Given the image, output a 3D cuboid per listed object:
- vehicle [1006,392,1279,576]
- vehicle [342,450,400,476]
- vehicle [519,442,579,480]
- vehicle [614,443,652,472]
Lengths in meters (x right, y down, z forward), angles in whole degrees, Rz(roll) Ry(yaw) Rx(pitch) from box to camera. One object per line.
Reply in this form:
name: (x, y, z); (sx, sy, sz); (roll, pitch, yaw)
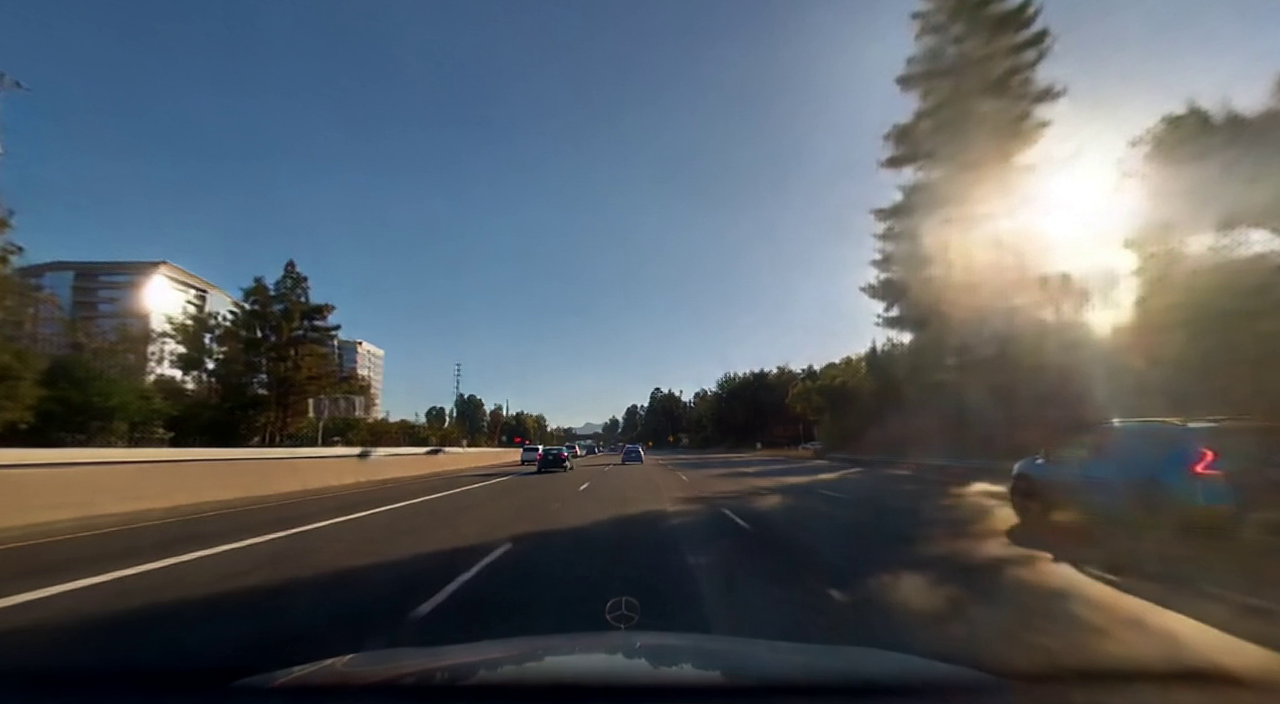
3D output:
vehicle: (7.315, 1.614, 8.353); (2.028, 1.801, 4.741); (0, -9, -1)
vehicle: (-16.793, 6.942, 39.680); (1.903, 1.526, 3.970); (0, -9, 0)
vehicle: (-3.824, 4.664, 27.384); (1.886, 1.465, 4.625); (0, -9, 0)
vehicle: (-0.409, 5.880, 35.309); (1.997, 1.485, 4.094); (0, -9, -1)
